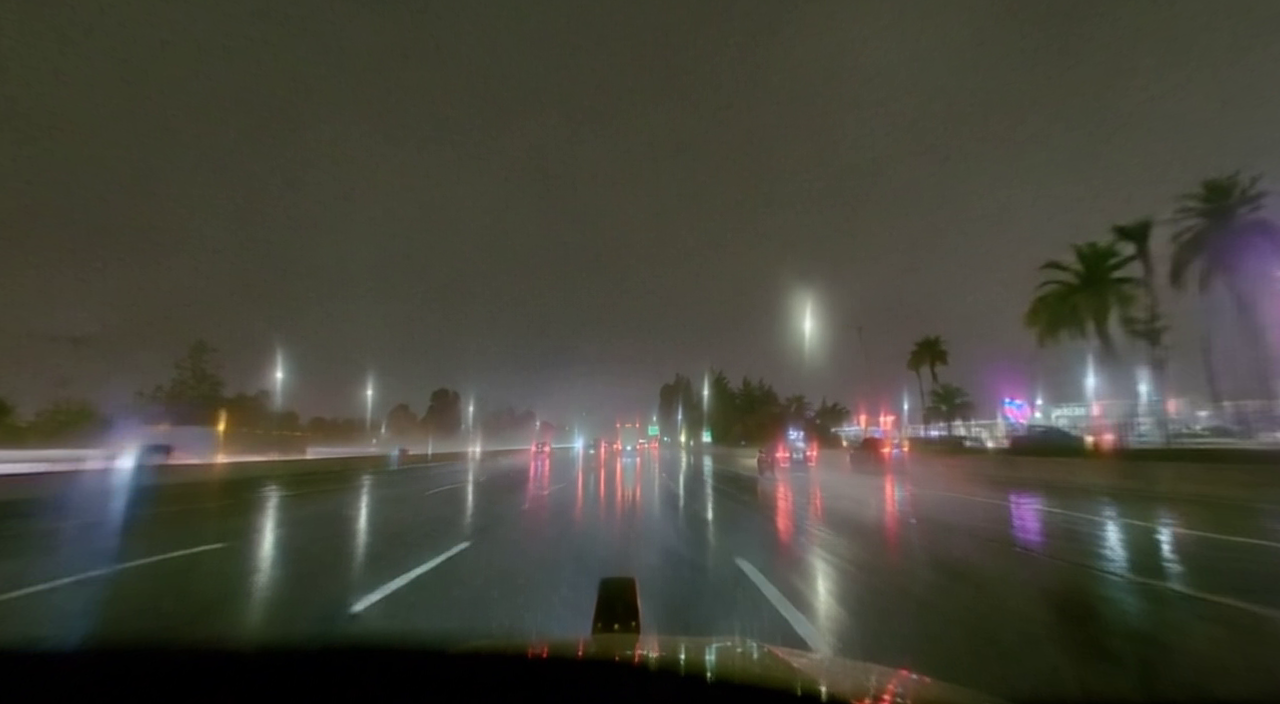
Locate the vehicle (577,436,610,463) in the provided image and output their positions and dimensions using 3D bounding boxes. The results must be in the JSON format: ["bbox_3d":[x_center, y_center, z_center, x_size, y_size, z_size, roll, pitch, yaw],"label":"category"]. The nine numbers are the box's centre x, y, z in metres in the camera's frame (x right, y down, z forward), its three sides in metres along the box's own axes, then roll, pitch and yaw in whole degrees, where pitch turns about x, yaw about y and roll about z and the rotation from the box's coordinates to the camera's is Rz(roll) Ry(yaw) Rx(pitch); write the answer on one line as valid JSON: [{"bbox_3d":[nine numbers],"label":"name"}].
[{"bbox_3d":[-3.598,7.690,49.899,2.390,2.007,4.901,0,-9,-1],"label":"vehicle"}]

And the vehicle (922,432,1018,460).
[{"bbox_3d":[22.720,6.489,43.646,5.372,1.852,2.284,0,-8,-1],"label":"vehicle"}]

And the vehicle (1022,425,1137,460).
[{"bbox_3d":[23.586,4.873,34.032,4.675,1.823,2.059,0,-8,-2],"label":"vehicle"}]

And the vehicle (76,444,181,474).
[{"bbox_3d":[-29.615,6.213,36.845,2.045,1.597,4.864,0,-9,0],"label":"vehicle"}]
